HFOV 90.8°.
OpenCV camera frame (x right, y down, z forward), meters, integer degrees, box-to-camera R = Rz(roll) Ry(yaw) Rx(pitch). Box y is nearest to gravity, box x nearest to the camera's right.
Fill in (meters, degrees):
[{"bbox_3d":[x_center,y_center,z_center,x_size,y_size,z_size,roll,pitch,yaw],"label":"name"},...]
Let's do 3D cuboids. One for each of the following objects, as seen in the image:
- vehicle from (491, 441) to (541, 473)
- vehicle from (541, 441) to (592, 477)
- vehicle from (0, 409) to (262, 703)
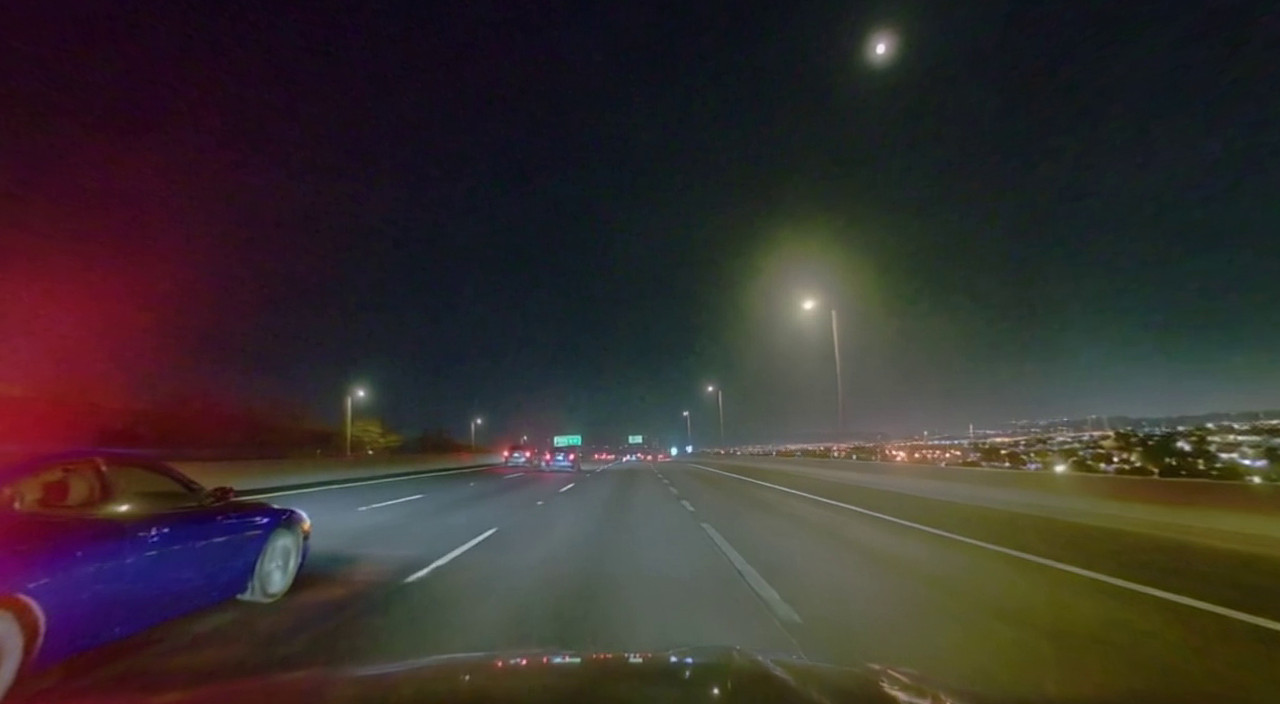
[{"bbox_3d":[-7.589,6.458,39.098,2.040,1.824,4.917,0,-9,0],"label":"vehicle"},{"bbox_3d":[-3.657,5.393,32.159,2.075,1.702,4.257,0,-9,0],"label":"vehicle"},{"bbox_3d":[-3.966,0.959,2.527,2.114,1.480,4.473,0,-9,0],"label":"vehicle"}]
